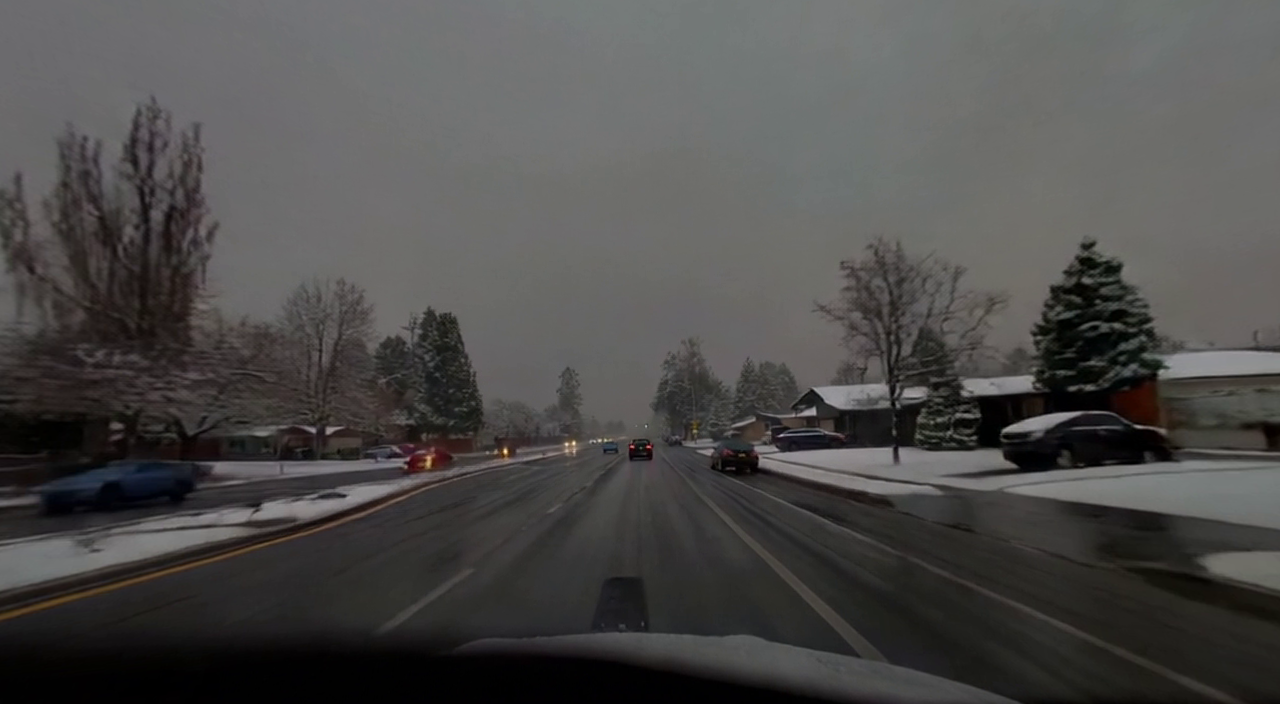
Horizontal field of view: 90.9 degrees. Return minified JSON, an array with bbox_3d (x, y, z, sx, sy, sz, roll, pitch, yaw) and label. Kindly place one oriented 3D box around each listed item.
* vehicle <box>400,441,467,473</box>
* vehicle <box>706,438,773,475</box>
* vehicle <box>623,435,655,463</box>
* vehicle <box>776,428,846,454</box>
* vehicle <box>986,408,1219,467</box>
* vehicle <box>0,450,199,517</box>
[{"bbox_3d":[-11.045,5.636,34.075,1.992,1.518,4.592,-1,-8,1],"label":"vehicle"},{"bbox_3d":[4.311,4.629,28.124,2.080,1.469,4.898,0,-8,-1],"label":"vehicle"},{"bbox_3d":[-0.031,6.318,41.154,2.024,1.655,4.301,0,-8,1],"label":"vehicle"},{"bbox_3d":[11.551,6.055,42.842,4.230,1.551,1.801,-3,-9,4],"label":"vehicle"},{"bbox_3d":[12.584,2.389,17.463,4.720,1.535,2.079,-1,-9,3],"label":"vehicle"},{"bbox_3d":[-14.793,3.560,17.618,1.797,1.471,4.367,-4,-8,0],"label":"vehicle"}]
